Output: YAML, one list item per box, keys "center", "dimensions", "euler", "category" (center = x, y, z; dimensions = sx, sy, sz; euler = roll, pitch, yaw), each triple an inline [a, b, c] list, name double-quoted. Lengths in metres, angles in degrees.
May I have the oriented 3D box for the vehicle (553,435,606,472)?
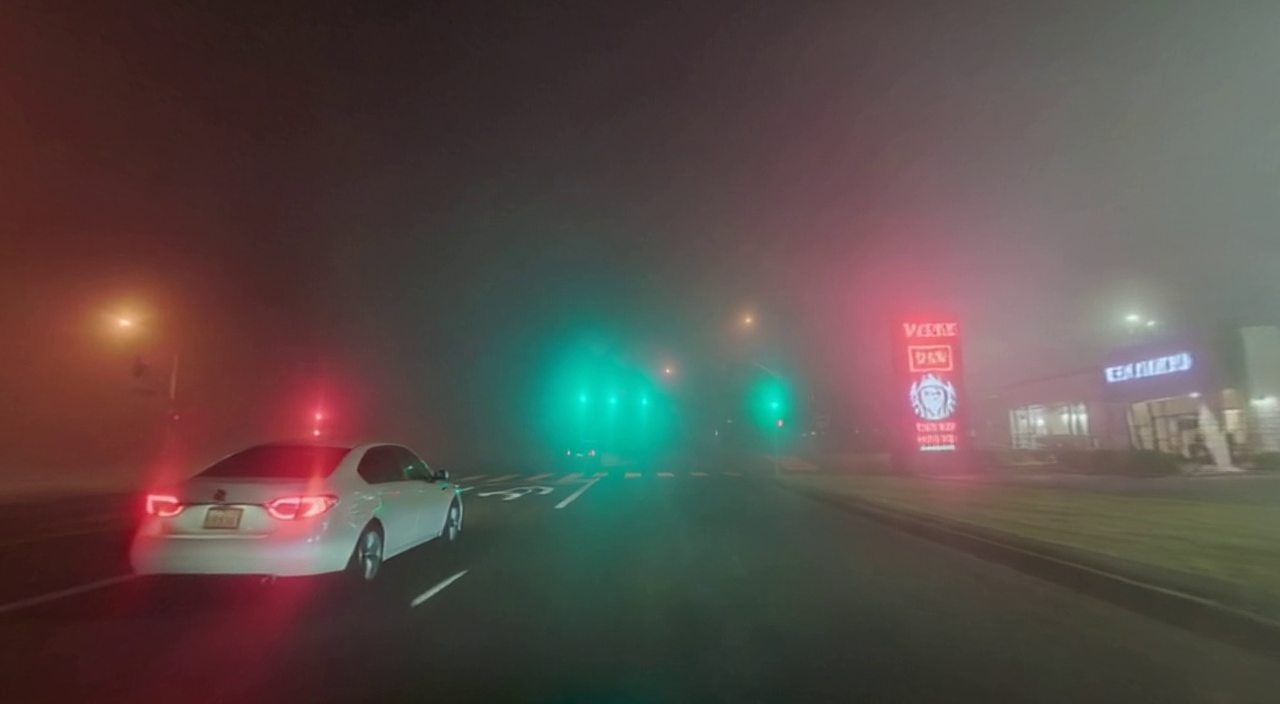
- center: [-2.904, 5.029, 31.307]
  dimensions: [2.109, 1.692, 4.220]
  euler: [0, -8, 2]
  category: "vehicle"

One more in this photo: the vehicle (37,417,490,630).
- center: [-3.175, 1.528, 6.676]
  dimensions: [2.018, 1.477, 4.401]
  euler: [0, -8, 1]
  category: "vehicle"
